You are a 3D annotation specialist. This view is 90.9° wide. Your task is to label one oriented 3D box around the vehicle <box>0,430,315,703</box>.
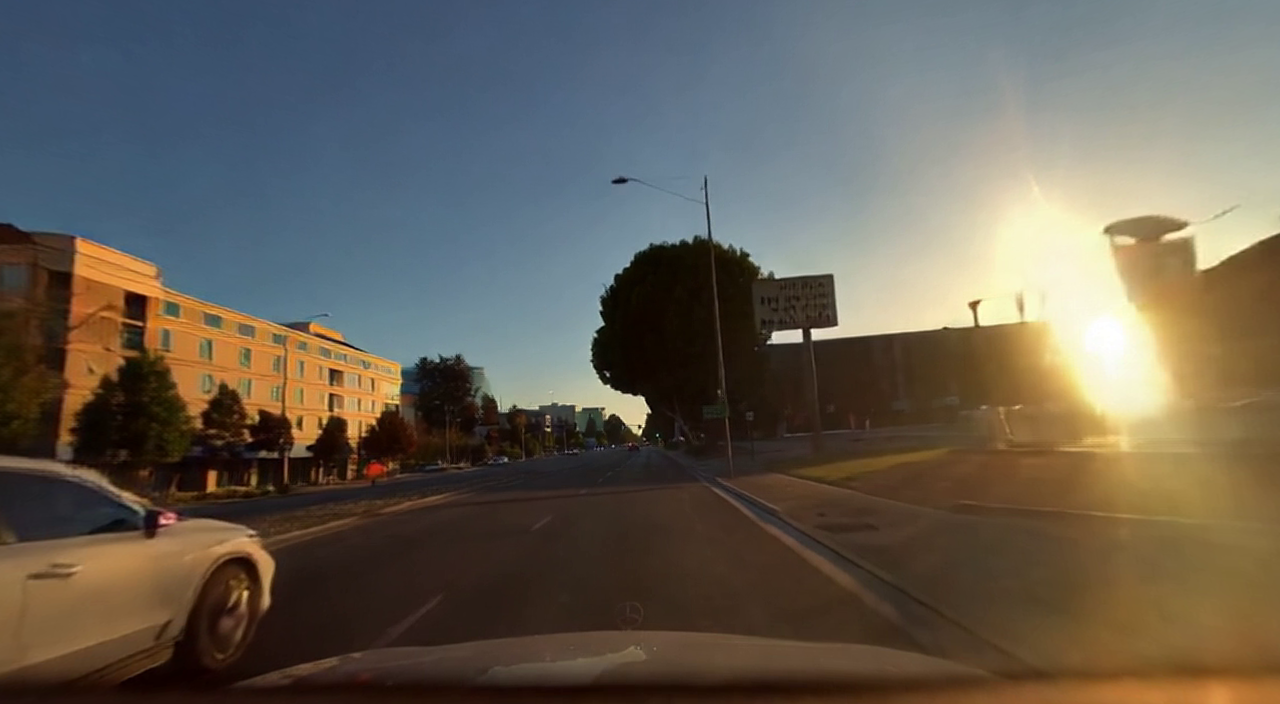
[{"bbox_3d":[-3.600,1.075,2.602,1.972,1.490,4.591,0,-8,2],"label":"vehicle"}]
